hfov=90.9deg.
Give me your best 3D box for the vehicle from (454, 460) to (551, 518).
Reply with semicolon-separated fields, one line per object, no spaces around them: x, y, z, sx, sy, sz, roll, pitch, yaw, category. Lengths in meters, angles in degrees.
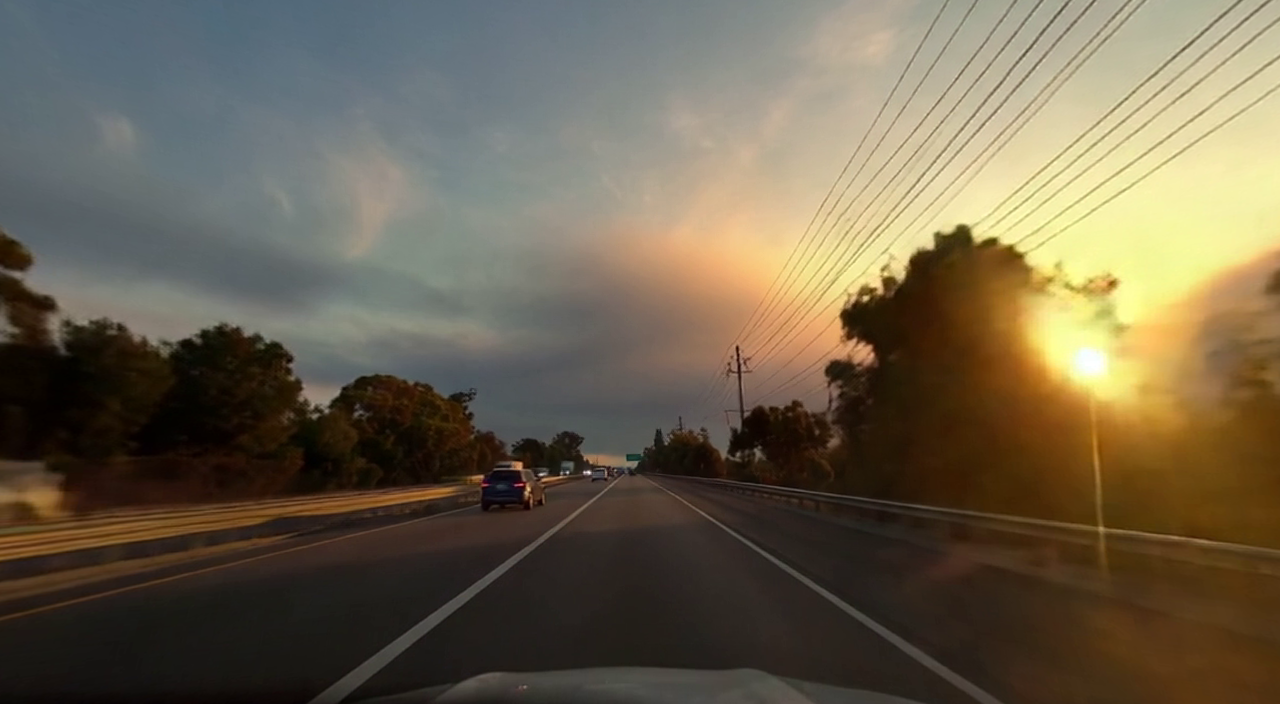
-3.984;4.062;19.040;1.963;1.501;4.227;1;-11;0;vehicle
